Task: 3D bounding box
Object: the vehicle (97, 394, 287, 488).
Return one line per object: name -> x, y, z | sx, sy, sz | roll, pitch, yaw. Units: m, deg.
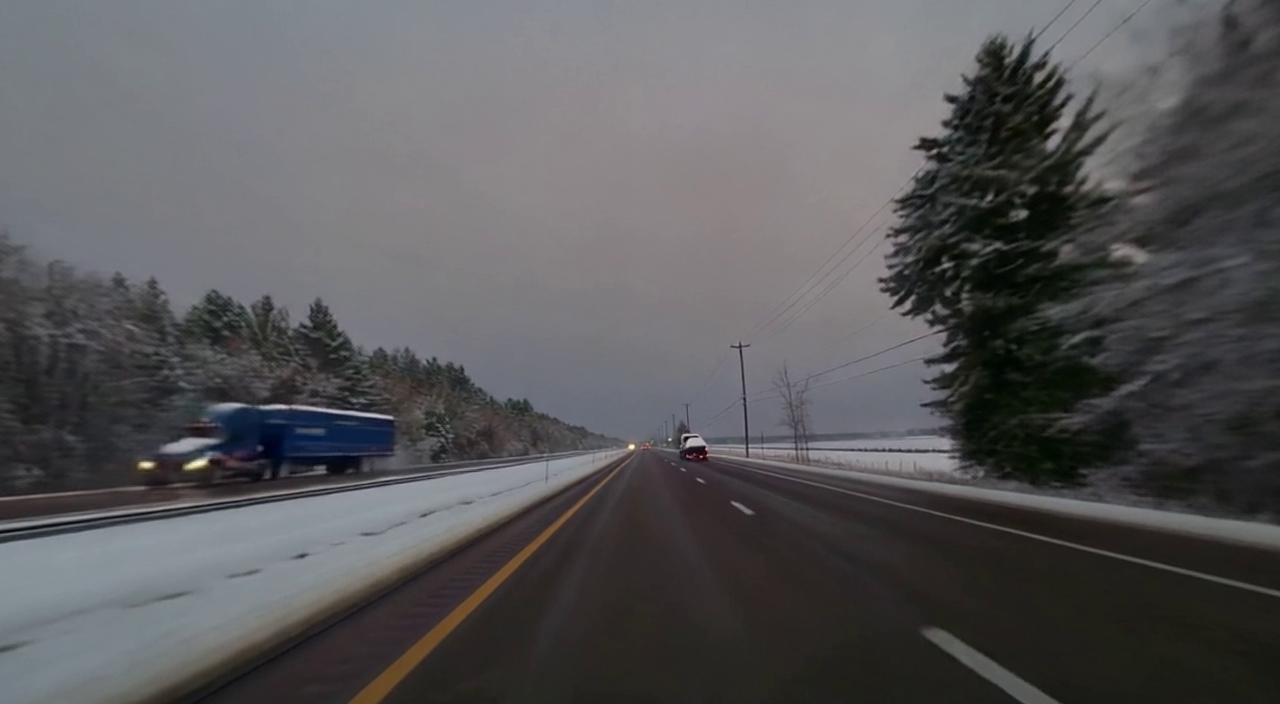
vehicle -> -21.600, 4.434, 31.193 | 3.064, 3.969, 8.359 | 0, -8, 1
